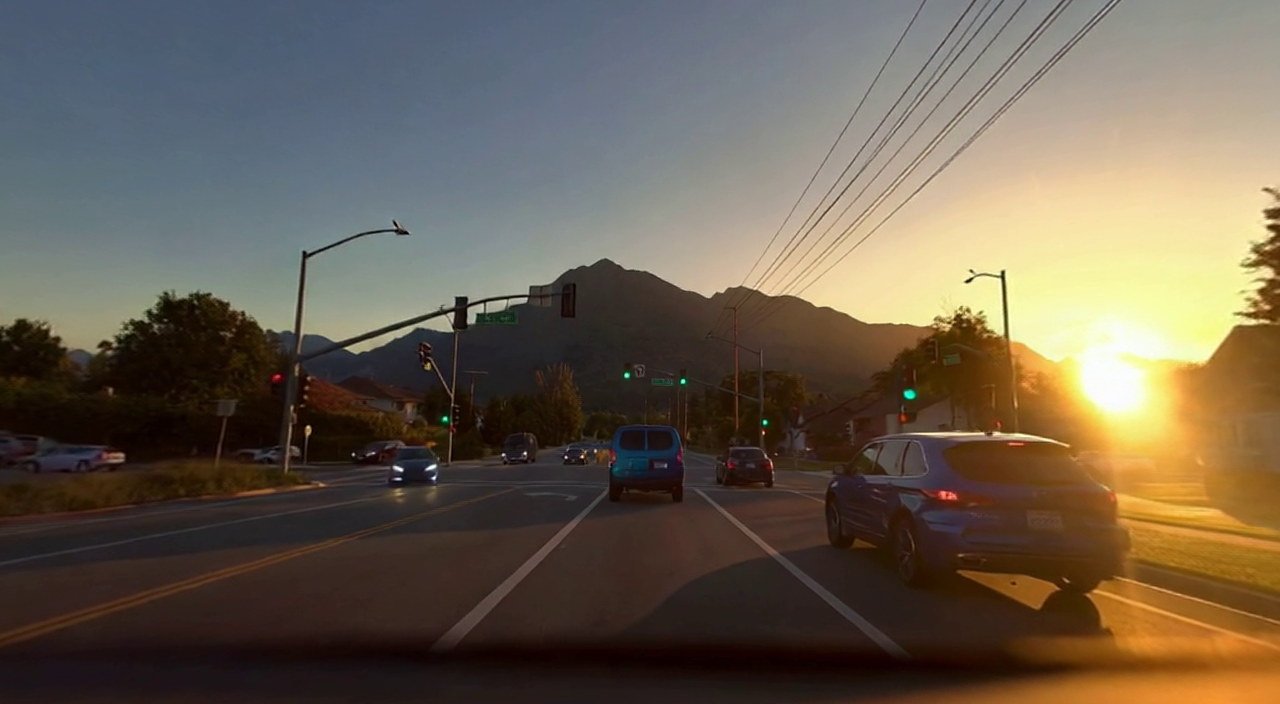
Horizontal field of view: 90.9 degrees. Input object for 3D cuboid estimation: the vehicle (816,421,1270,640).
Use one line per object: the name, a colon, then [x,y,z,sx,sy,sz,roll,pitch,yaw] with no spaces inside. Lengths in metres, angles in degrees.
vehicle: [3.767,1.714,7.279,2.155,1.658,4.721,0,-8,1]

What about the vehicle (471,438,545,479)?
vehicle: [-6.703,5.286,31.725,1.999,1.864,4.530,6,-10,-34]

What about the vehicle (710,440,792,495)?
vehicle: [3.620,3.836,21.393,1.957,1.646,4.355,0,-8,0]

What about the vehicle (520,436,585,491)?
vehicle: [-3.037,3.965,22.828,2.059,1.749,4.458,1,-8,-5]

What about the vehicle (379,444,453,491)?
vehicle: [-8.531,4.268,23.773,2.005,1.533,4.644,4,-9,-26]

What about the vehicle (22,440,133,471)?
vehicle: [-32.055,5.904,36.024,4.428,1.738,1.886,0,-8,-1]

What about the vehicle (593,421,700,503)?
vehicle: [0.193,3.094,18.237,2.636,2.011,5.130,0,-8,1]
